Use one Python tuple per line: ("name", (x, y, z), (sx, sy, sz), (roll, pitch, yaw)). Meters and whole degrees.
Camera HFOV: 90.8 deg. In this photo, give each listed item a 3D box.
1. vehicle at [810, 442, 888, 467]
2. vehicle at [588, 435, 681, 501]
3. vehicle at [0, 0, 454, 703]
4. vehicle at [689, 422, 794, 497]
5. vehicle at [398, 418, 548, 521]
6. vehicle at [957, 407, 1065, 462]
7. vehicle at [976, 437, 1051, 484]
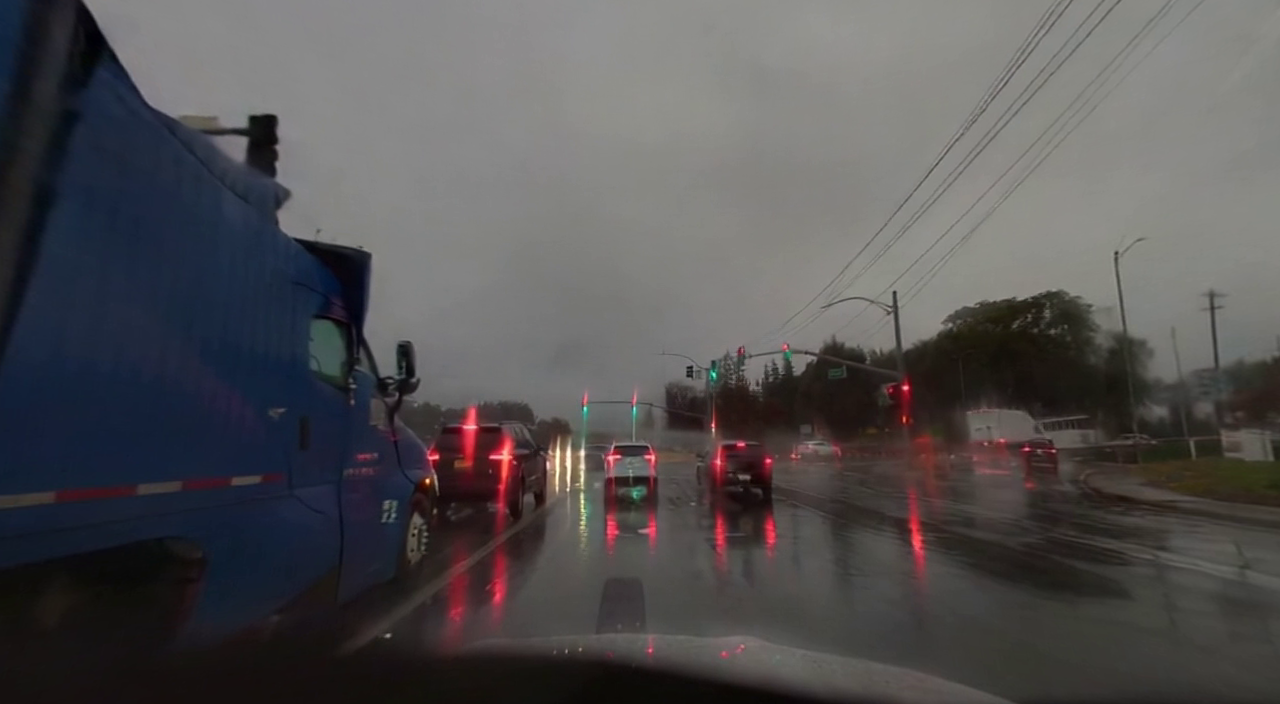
("vehicle", (13.286, 6.503, 40.150), (4.423, 1.495, 1.849), (3, -9, -19))
("vehicle", (-0.183, 2.964, 16.543), (2.117, 1.499, 4.036), (0, -8, -1))
("vehicle", (-3.379, 0.080, 2.616), (2.889, 3.347, 8.285), (0, -8, -2))
("vehicle", (2.698, 3.011, 18.047), (2.086, 1.849, 4.607), (0, -8, -2))
("vehicle", (-3.300, 2.424, 13.556), (1.994, 1.806, 4.564), (0, -8, -1))
("vehicle", (24.997, 5.567, 42.516), (6.670, 3.450, 2.666), (4, -9, -24))
("vehicle", (14.522, 4.199, 24.792), (2.102, 1.662, 4.533), (-4, -9, 26))
